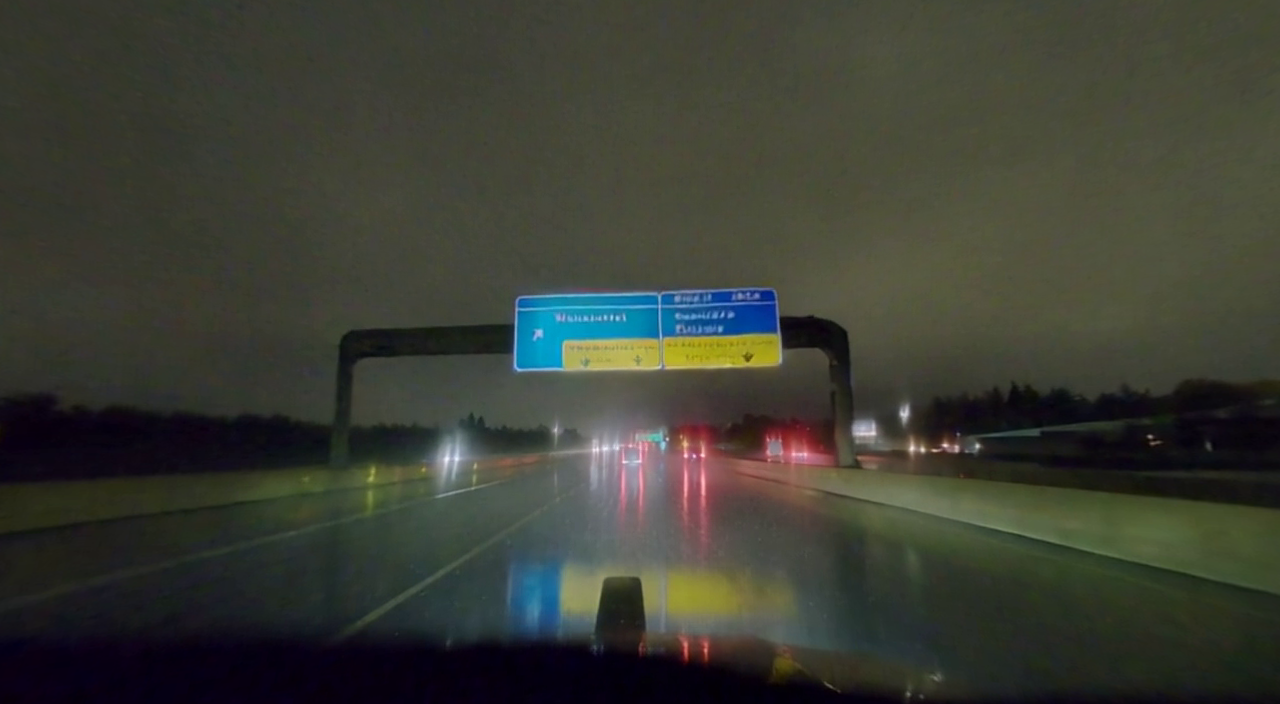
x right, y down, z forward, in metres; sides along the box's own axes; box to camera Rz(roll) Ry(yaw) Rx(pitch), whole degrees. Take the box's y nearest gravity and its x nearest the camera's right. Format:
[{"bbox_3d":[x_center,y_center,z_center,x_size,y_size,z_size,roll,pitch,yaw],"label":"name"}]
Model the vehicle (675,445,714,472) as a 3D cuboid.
[{"bbox_3d":[3.557,7.108,42.333,2.133,1.746,4.511,0,-9,-1],"label":"vehicle"}]
